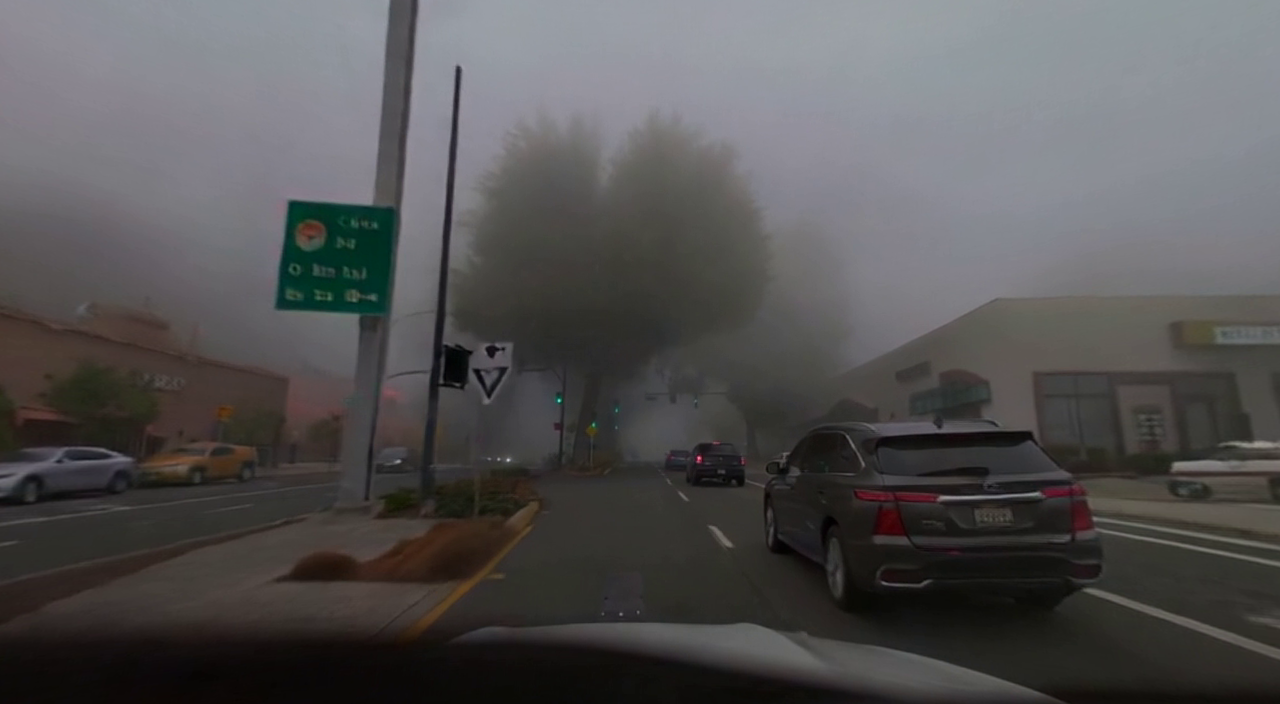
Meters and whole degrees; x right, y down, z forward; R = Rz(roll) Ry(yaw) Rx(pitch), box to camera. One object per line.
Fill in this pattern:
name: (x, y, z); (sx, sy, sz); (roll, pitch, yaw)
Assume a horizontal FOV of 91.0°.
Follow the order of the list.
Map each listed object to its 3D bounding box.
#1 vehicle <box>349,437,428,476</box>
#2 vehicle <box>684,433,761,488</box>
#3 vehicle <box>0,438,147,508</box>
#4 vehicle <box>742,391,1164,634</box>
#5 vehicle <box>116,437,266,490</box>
vehicle: (-13.407, 5.582, 33.936); (2.097, 1.912, 4.828); (0, -8, 2)
vehicle: (2.722, 3.688, 21.768); (1.999, 1.679, 4.217); (0, -8, -1)
vehicle: (-17.921, 3.516, 18.834); (2.129, 1.843, 5.067); (0, -8, 1)
vehicle: (2.632, 1.495, 6.986); (2.183, 1.720, 4.842); (0, -8, 0)
vehicle: (-17.784, 4.420, 25.375); (2.263, 1.887, 5.170); (0, -8, -1)
